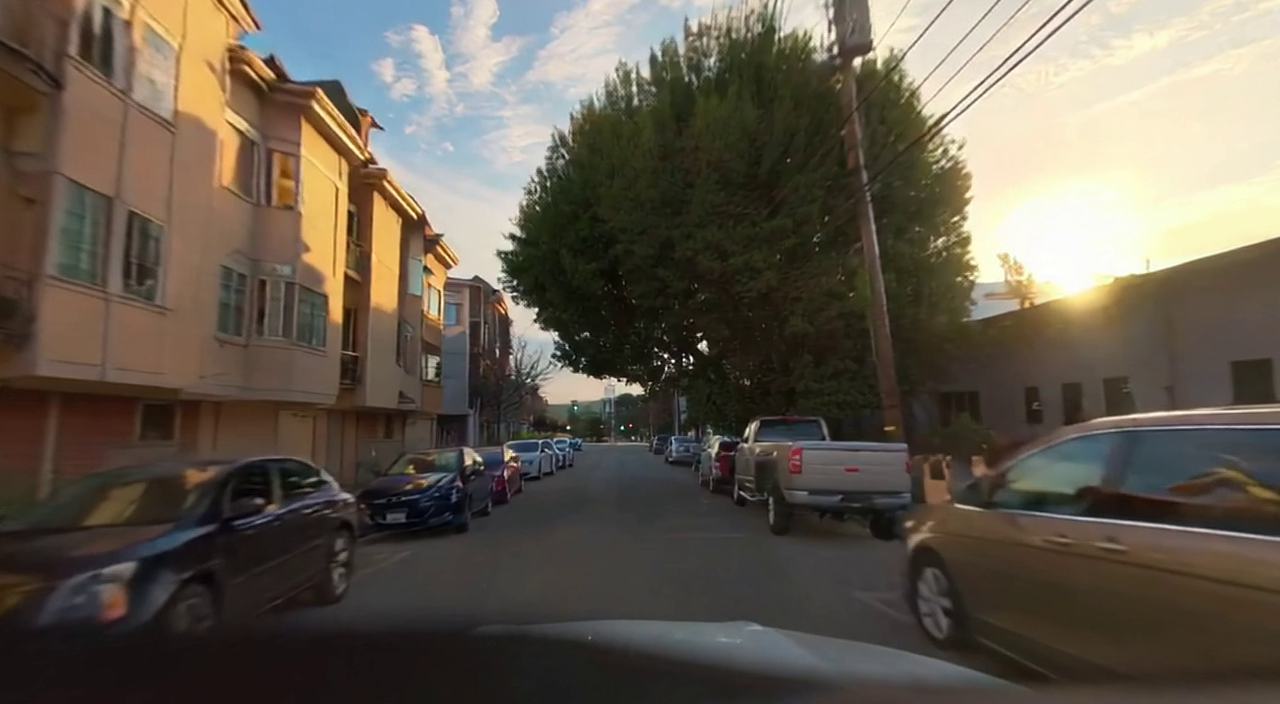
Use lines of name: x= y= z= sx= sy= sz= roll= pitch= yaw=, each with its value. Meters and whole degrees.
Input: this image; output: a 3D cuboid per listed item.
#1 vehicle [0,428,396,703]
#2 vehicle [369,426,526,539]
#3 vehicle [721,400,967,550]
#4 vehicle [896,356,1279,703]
vehicle: x=-3.384 y=1.338 z=4.570 sx=1.885 sy=1.433 sz=3.714 roll=-2 pitch=-6 yaw=-2
vehicle: x=-3.579 y=2.396 z=12.632 sx=1.880 sy=1.608 sz=4.729 roll=-2 pitch=-5 yaw=-3
vehicle: x=3.093 y=1.994 z=11.065 sx=2.379 sy=1.999 sz=5.013 roll=0 pitch=-8 yaw=-3
vehicle: x=3.120 y=1.024 z=2.886 sx=2.032 sy=1.684 sz=4.564 roll=3 pitch=-8 yaw=0
